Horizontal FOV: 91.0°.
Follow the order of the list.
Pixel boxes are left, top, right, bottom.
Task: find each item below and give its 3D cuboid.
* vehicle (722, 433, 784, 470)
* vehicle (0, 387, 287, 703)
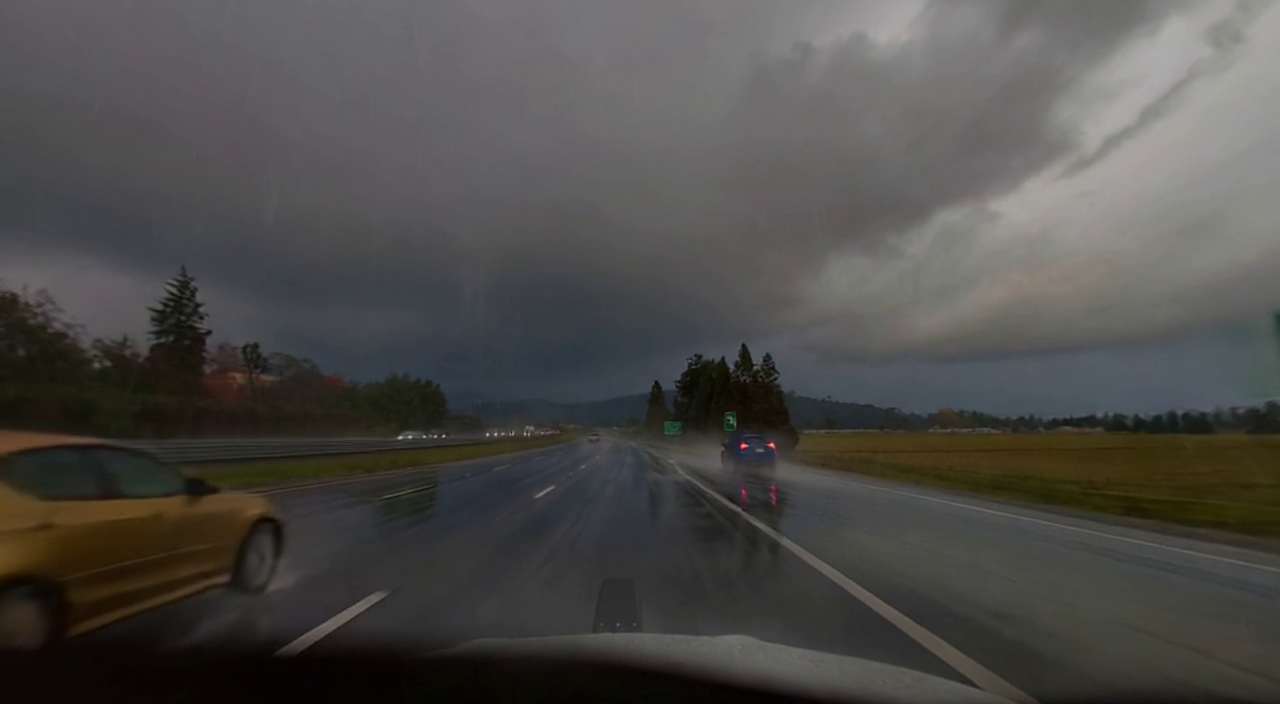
[{"bbox_3d":[5.225,4.673,29.842,2.084,1.614,4.762,0,-8,1],"label":"vehicle"},{"bbox_3d":[-3.842,0.976,3.015,2.008,1.567,3.959,0,-8,0],"label":"vehicle"}]
